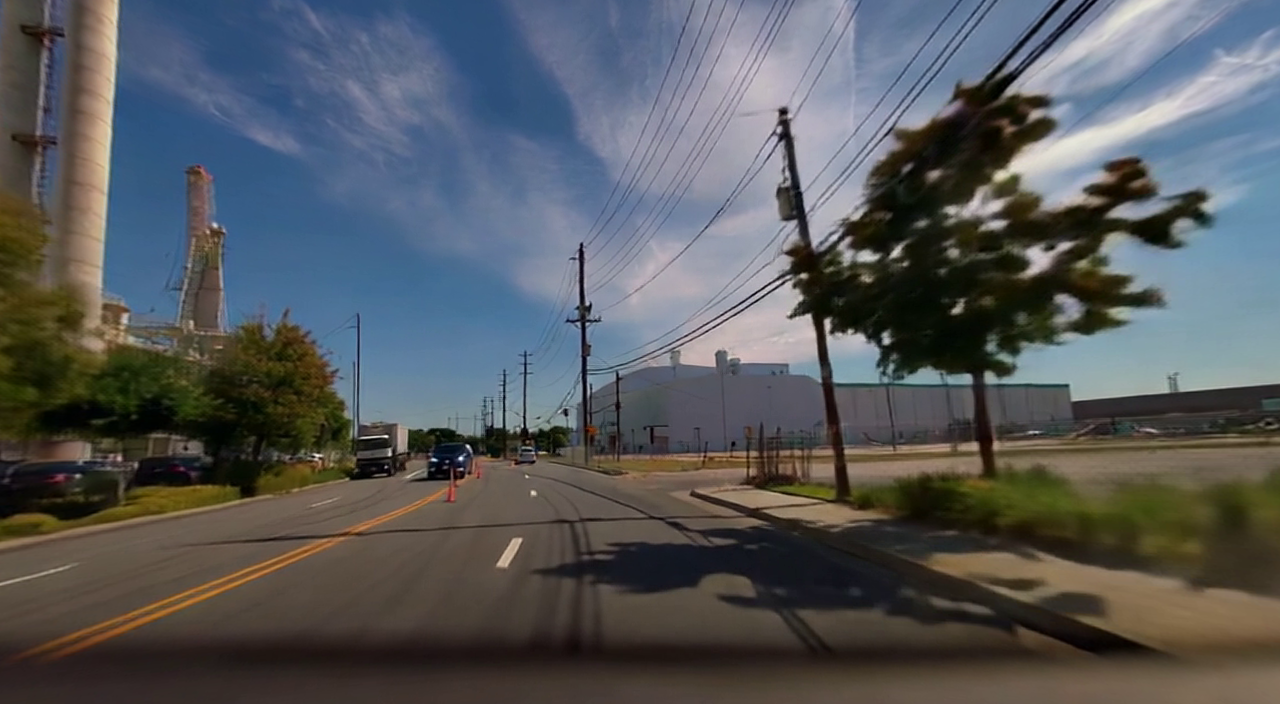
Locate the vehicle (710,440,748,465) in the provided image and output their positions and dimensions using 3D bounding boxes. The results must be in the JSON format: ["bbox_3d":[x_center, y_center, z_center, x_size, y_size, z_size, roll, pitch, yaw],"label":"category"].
[{"bbox_3d":[5.704,6.464,40.826,1.829,1.487,4.352,0,-9,0],"label":"vehicle"}]

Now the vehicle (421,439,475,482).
[{"bbox_3d":[-8.680,4.922,28.932,2.079,1.770,4.684,2,-9,-14],"label":"vehicle"}]

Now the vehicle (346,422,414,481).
[{"bbox_3d":[-15.449,5.957,38.096,2.905,3.133,7.675,2,-9,-17],"label":"vehicle"}]
